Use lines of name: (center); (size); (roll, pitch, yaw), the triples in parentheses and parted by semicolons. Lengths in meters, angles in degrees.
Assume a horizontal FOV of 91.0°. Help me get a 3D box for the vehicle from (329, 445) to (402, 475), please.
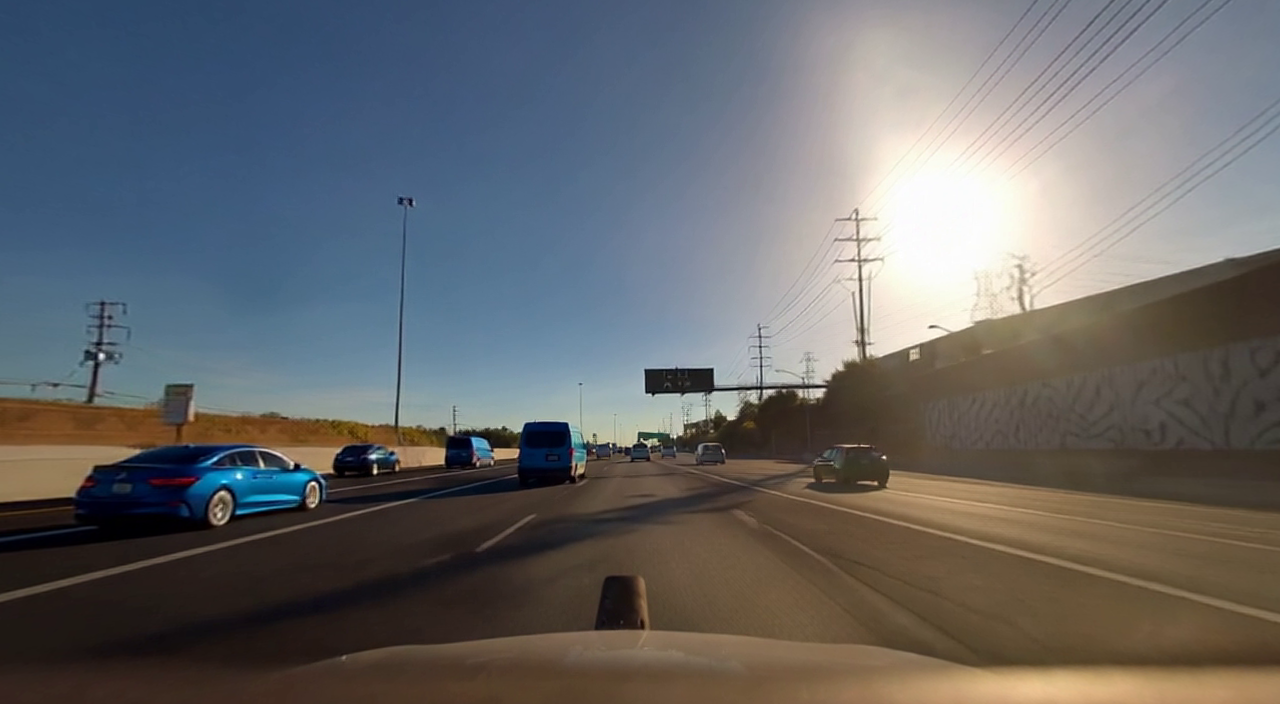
vehicle: (-15.138, 5.982, 35.078); (1.937, 1.523, 4.708); (0, -9, 0)

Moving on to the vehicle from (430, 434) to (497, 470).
vehicle: (-11.579, 6.637, 41.902); (2.596, 2.162, 6.328); (0, -9, 0)

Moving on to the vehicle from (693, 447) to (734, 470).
vehicle: (5.140, 7.482, 44.564); (2.095, 1.504, 4.536); (0, -9, -3)

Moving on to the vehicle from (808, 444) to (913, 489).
vehicle: (7.837, 4.101, 22.914); (2.052, 1.470, 4.364); (0, -9, -3)

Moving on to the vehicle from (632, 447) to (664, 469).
vehicle: (0.533, 7.425, 44.334); (2.084, 1.492, 4.137); (0, -9, -2)

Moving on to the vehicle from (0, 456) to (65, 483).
vehicle: (-37.159, 7.012, 37.715); (1.696, 1.480, 3.825); (0, -9, 0)

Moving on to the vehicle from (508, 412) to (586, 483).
vehicle: (-3.789, 4.084, 26.940); (2.395, 2.660, 5.827); (0, -9, 0)

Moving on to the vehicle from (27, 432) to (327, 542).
vehicle: (-7.680, 2.257, 11.193); (1.967, 1.525, 4.458); (0, -9, -1)
